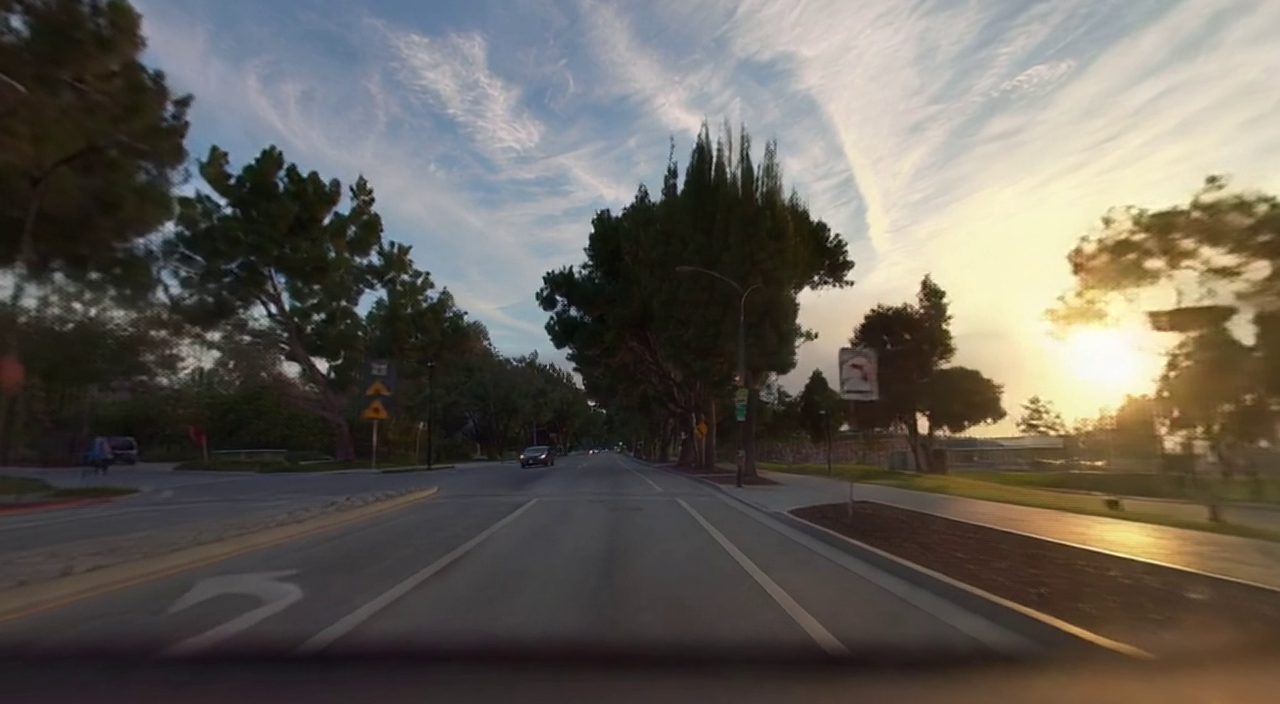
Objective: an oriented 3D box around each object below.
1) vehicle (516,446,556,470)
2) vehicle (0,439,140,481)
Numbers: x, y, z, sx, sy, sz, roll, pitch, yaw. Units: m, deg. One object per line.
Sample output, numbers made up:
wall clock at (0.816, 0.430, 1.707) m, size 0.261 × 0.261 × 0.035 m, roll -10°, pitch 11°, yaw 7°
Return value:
vehicle at (-7.889, 8.068, 48.268) m, size 2.036 × 1.686 × 4.780 m, roll -1°, pitch -8°, yaw 2°
vehicle at (-22.189, 4.105, 24.178) m, size 4.534 × 1.488 × 1.930 m, roll -1°, pitch -8°, yaw 3°
